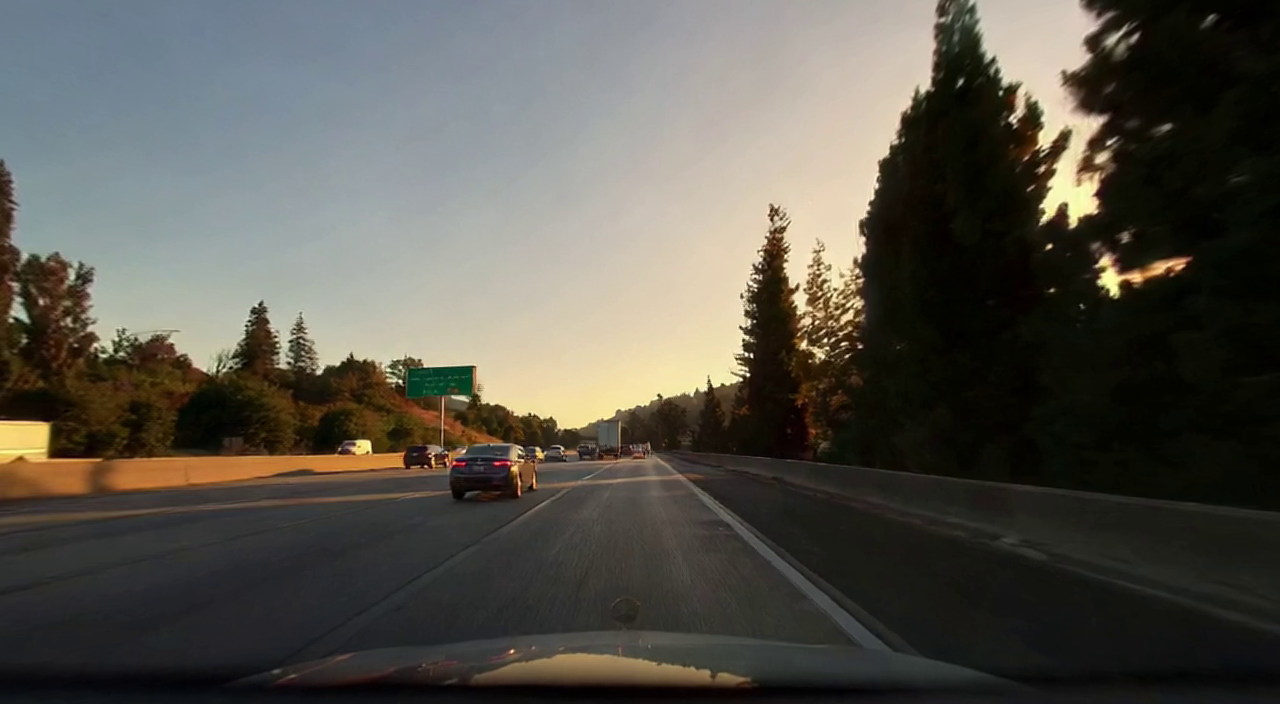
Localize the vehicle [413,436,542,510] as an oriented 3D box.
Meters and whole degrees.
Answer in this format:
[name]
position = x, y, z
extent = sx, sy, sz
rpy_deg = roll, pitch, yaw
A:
[vehicle]
position = -3.733, 2.840, 15.290
extent = 1.931, 1.528, 4.126
rpy_deg = 0, -9, 1
